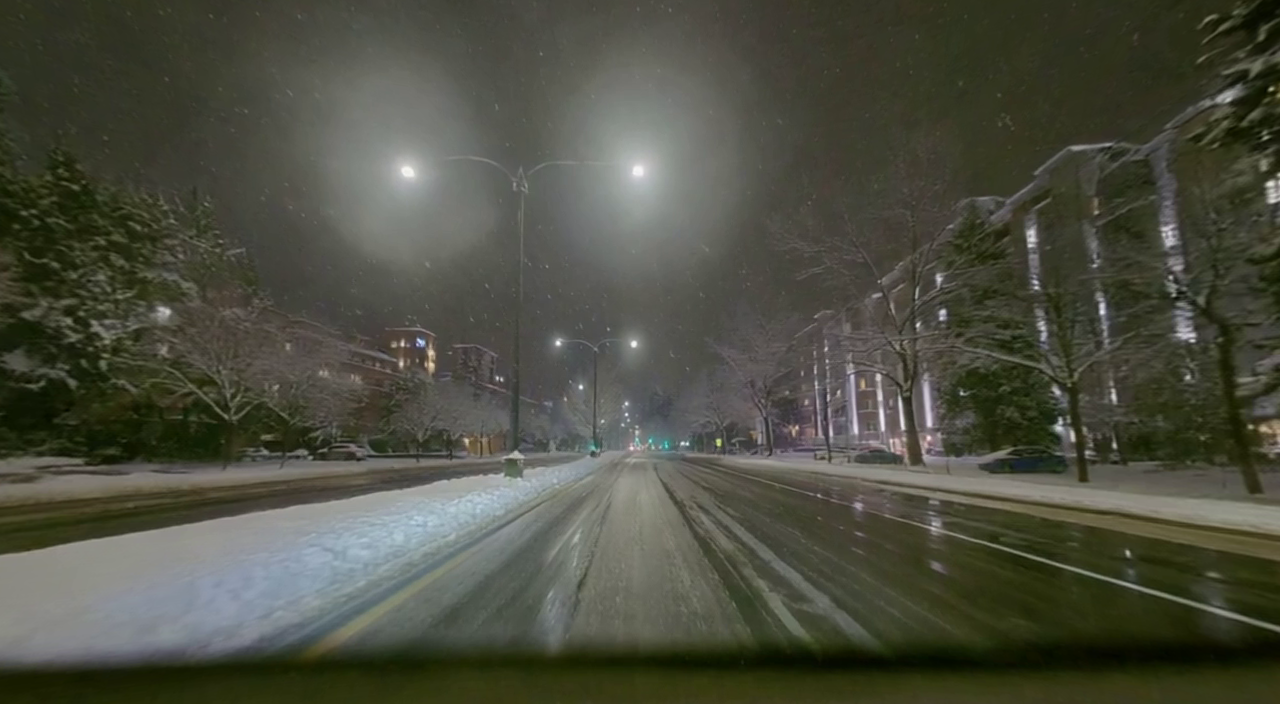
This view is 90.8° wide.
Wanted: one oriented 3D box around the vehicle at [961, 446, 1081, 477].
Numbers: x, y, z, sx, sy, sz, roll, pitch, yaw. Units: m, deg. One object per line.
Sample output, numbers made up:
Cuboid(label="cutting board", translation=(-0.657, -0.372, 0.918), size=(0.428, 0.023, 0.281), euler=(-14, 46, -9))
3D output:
Cuboid(label="vehicle", translation=(20.176, 5.797, 33.615), size=(4.983, 1.542, 2.099), euler=(0, -9, 1))

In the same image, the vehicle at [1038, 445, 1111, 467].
Cuboid(label="vehicle", translation=(33.040, 7.919, 48.160), size=(4.103, 1.574, 1.888), euler=(0, -9, 1))
